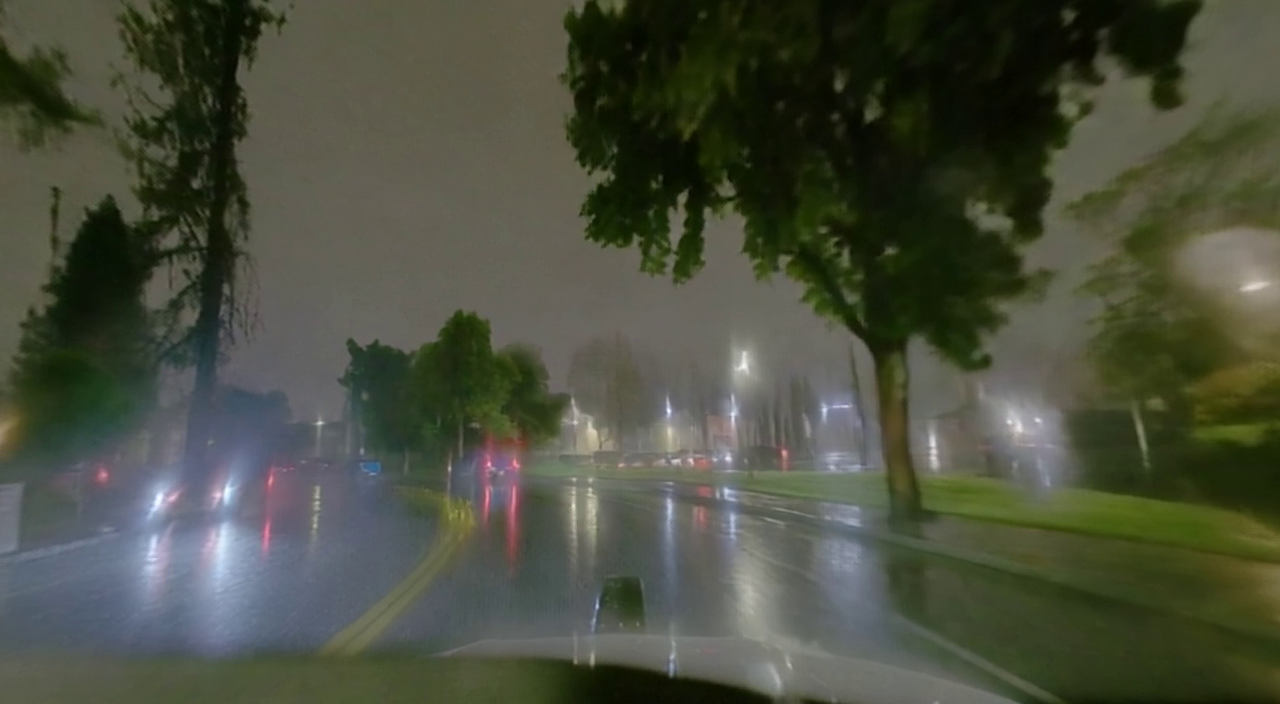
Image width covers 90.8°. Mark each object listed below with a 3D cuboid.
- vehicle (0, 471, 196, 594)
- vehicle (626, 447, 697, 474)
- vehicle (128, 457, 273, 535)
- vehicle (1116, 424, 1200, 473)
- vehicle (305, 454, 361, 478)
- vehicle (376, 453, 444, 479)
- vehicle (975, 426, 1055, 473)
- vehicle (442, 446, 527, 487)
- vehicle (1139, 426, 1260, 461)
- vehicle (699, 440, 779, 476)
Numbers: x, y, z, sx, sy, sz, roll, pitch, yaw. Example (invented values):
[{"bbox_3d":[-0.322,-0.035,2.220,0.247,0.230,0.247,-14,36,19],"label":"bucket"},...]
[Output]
[{"bbox_3d":[-8.606,2.219,7.288,2.772,1.161,7.241,-1,-7,-9],"label":"vehicle"},{"bbox_3d":[1.326,6.512,38.025,2.036,1.517,4.225,-8,-12,42],"label":"vehicle"},{"bbox_3d":[-11.286,3.641,16.678,2.206,1.537,4.946,0,-9,-24],"label":"vehicle"},{"bbox_3d":[18.406,3.400,22.396,3.526,1.412,1.647,4,-12,-43],"label":"vehicle"},{"bbox_3d":[-23.491,8.674,48.308,4.686,1.731,2.055,-7,-11,41],"label":"vehicle"},{"bbox_3d":[-14.929,7.343,40.832,4.611,1.519,2.053,-7,-11,40],"label":"vehicle"},{"bbox_3d":[15.415,3.972,25.847,1.900,1.711,4.666,-7,-11,40],"label":"vehicle"},{"bbox_3d":[-8.285,5.975,33.372,2.042,1.817,5.202,7,-10,-42],"label":"vehicle"},{"bbox_3d":[29.284,4.839,33.177,4.506,1.623,1.928,-10,-14,42],"label":"vehicle"},{"bbox_3d":[5.518,5.784,34.878,2.229,1.723,4.372,-7,-9,44],"label":"vehicle"}]
